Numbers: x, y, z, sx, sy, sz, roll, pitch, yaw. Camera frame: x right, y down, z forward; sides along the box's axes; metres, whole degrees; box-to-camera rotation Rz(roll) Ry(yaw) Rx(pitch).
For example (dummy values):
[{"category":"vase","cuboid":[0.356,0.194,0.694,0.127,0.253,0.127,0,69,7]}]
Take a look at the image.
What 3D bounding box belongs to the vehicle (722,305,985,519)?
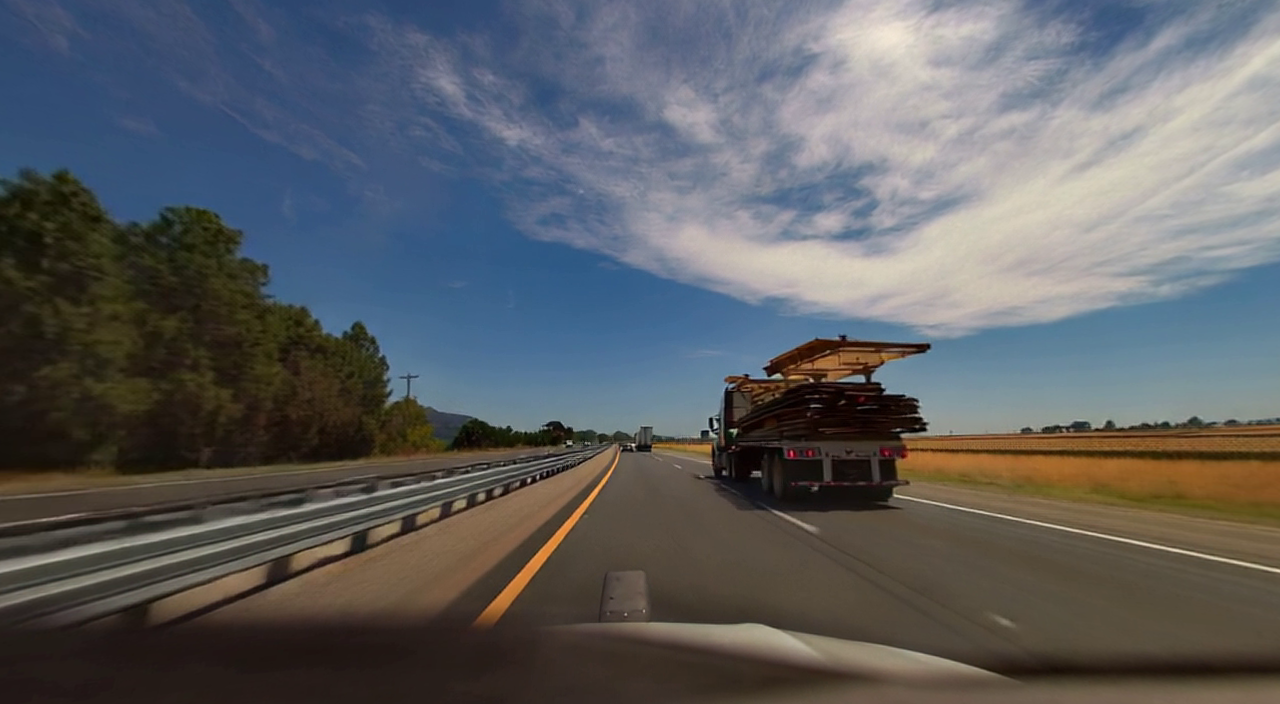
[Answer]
[{"category":"vehicle","cuboid":[4.866,2.122,18.754,2.914,4.000,14.078,0,-9,0]}]
